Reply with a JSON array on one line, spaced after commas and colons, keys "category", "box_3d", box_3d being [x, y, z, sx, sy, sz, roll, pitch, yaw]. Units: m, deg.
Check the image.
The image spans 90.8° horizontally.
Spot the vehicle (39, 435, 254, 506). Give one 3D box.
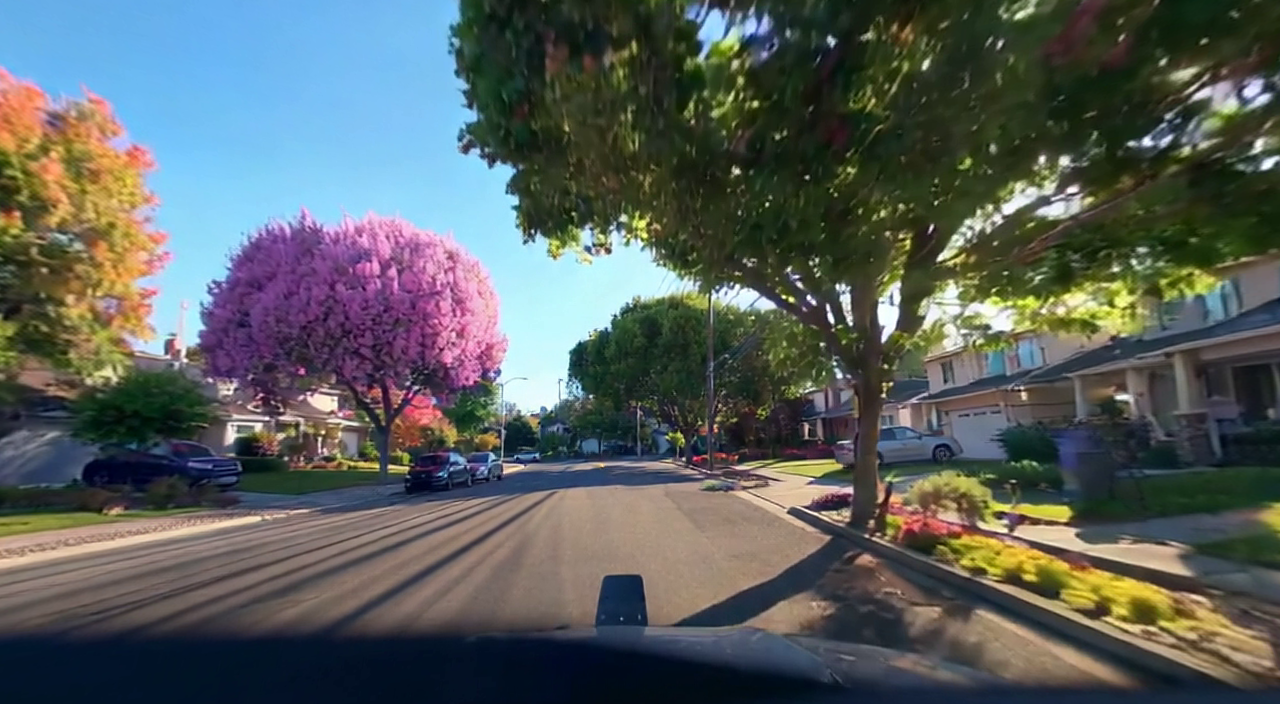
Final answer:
[{"category": "vehicle", "box_3d": [-14.359, 3.451, 18.620, 4.538, 1.687, 1.955, 4, -9, -1]}]

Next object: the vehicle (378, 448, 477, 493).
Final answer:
[{"category": "vehicle", "box_3d": [-7.708, 4.319, 23.492, 2.034, 1.493, 4.524, 0, -8, 1]}]

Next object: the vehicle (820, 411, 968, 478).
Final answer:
[{"category": "vehicle", "box_3d": [8.512, 3.141, 21.471, 4.025, 1.738, 1.920, -6, -9, -1]}]
